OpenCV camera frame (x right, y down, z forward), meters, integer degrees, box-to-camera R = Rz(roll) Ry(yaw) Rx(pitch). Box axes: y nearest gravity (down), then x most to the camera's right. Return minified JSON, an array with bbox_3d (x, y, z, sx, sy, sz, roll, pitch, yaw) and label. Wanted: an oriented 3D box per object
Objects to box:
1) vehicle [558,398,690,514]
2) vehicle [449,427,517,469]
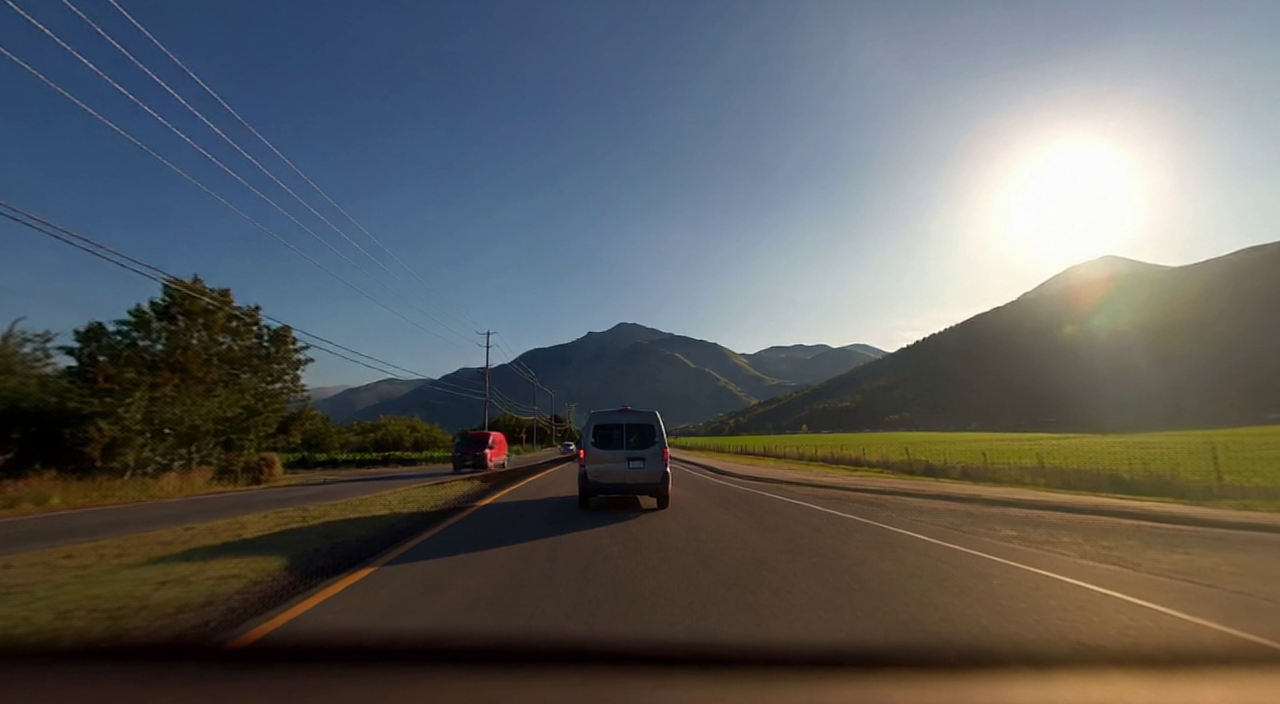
[{"bbox_3d":[-0.392,2.273,14.068,2.454,2.144,4.535,0,-8,-3],"label":"vehicle"},{"bbox_3d":[-9.185,5.700,37.423,2.260,2.264,5.982,0,-8,2],"label":"vehicle"}]
